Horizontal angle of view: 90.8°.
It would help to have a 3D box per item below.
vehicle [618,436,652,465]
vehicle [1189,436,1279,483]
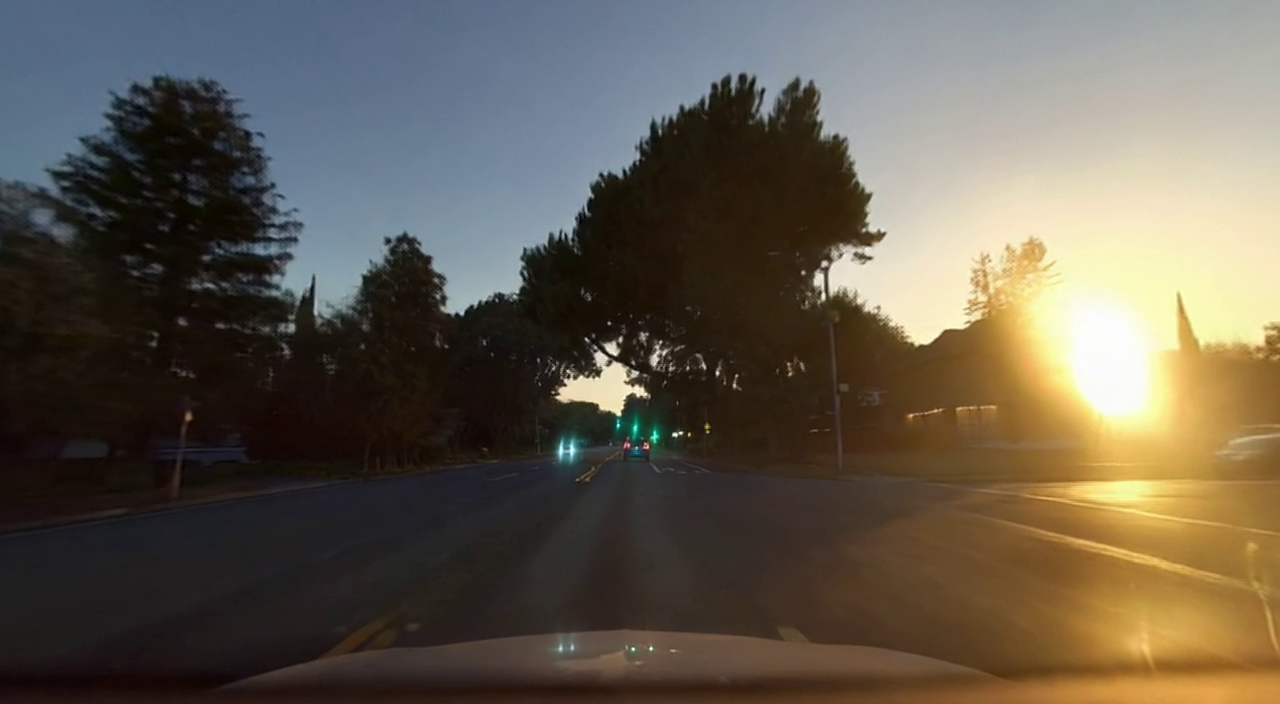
[{"bbox_3d":[-0.366,6.652,42.910,2.230,1.827,4.298,0,-8,-1],"label":"vehicle"},{"bbox_3d":[22.166,3.709,22.050,4.218,1.505,2.169,1,-8,-8],"label":"vehicle"}]
